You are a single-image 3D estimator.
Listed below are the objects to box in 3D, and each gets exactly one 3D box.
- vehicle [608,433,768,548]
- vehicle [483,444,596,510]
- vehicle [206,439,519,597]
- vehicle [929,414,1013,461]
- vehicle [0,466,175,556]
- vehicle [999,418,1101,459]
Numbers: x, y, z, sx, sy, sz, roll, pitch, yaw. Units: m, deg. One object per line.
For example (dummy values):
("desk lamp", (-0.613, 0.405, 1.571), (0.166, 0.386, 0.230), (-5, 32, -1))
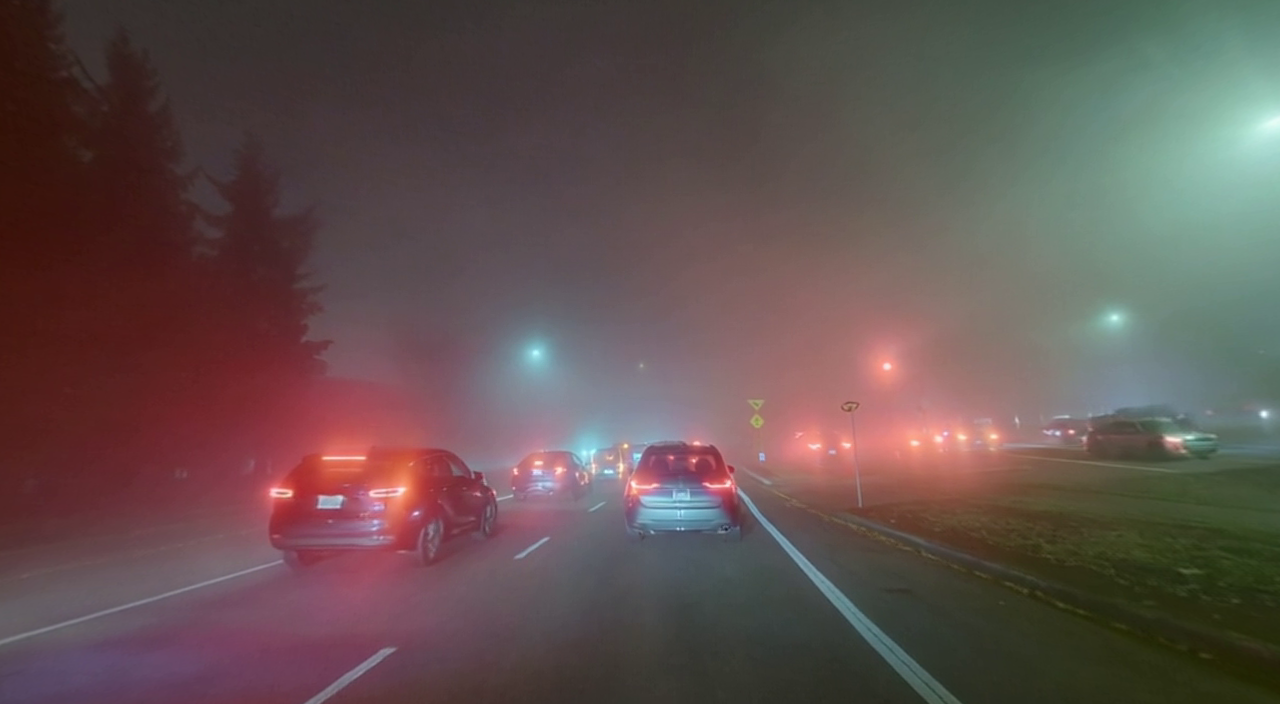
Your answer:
("vehicle", (0.734, 2.187, 10.630), (2.142, 1.528, 4.133), (0, -9, 3))
("vehicle", (-2.464, 3.205, 16.608), (1.870, 1.490, 4.187), (-1, -9, 6))
("vehicle", (-3.134, 1.936, 8.308), (1.940, 1.502, 4.241), (-1, -9, 4))
("vehicle", (14.895, 3.926, 28.662), (2.288, 1.933, 4.612), (-2, -9, 14))
("vehicle", (-12.347, 3.158, 12.933), (1.911, 1.494, 4.471), (-1, -9, 4))
("vehicle", (18.157, 3.897, 28.137), (1.803, 1.518, 3.893), (-6, -9, 0))
